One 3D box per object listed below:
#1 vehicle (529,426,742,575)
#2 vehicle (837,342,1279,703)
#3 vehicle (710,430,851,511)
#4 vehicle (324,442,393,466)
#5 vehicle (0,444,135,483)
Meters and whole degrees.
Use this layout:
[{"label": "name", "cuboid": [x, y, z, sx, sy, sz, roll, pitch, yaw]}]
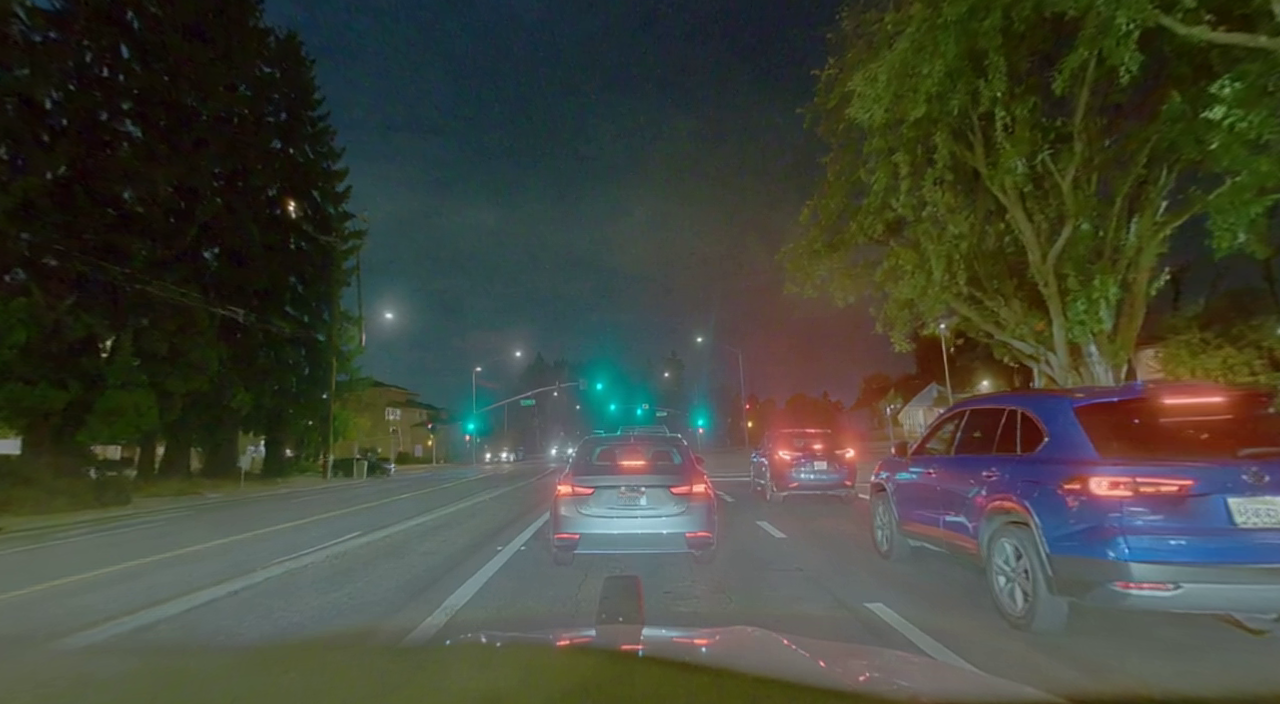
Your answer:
[{"label": "vehicle", "cuboid": [-0.092, 1.835, 8.622, 2.186, 1.500, 4.141, 0, -8, -1]}, {"label": "vehicle", "cuboid": [3.363, 1.139, 5.222, 2.006, 1.766, 4.345, 0, -8, 0]}, {"label": "vehicle", "cuboid": [2.947, 2.609, 14.400, 1.971, 1.517, 4.521, 0, -8, -3]}, {"label": "vehicle", "cuboid": [-19.930, 7.249, 44.862, 3.957, 1.630, 1.881, 0, -8, 0]}, {"label": "vehicle", "cuboid": [-22.537, 4.344, 24.720, 4.092, 1.438, 1.639, 0, -8, 1]}]
